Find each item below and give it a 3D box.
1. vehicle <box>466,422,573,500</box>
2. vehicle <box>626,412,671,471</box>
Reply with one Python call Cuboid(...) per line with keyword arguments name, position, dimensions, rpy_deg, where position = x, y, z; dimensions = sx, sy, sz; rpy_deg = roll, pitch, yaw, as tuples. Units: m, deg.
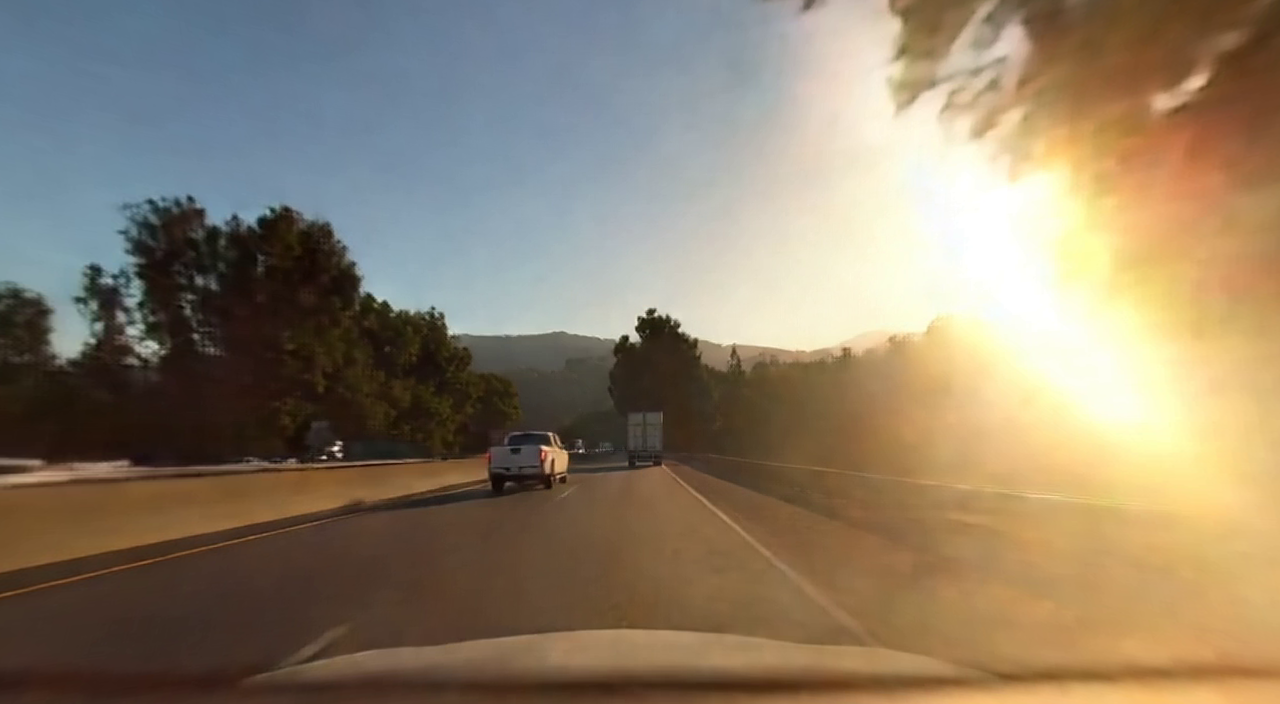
Cuboid(name="vehicle", position=(-3.663, 3.466, 20.414), dimensions=(2.283, 2.156, 5.546), rpy_deg=(0, -9, 1))
Cuboid(name="vehicle", position=(0.593, 6.840, 47.869), dimensions=(3.024, 3.965, 10.399), rpy_deg=(0, -9, 0))
